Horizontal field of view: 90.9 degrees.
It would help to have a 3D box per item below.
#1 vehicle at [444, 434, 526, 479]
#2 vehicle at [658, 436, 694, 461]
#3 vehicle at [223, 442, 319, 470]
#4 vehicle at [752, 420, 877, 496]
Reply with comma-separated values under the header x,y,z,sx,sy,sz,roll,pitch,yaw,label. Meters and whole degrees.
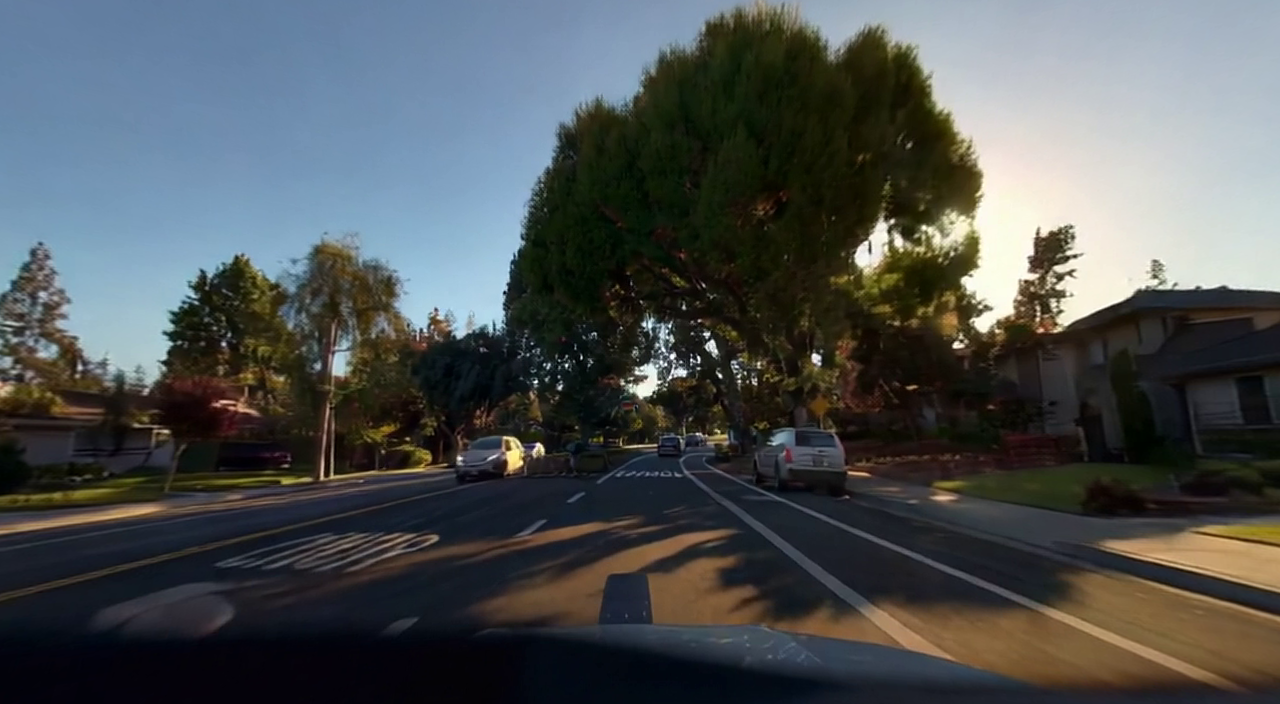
x,y,z,sx,sy,sz,roll,pitch,yaw,label
-7.026,4.802,29.221,2.200,1.852,4.897,-1,-9,4,vehicle
2.610,6.829,44.574,2.115,1.679,4.235,-1,-9,9,vehicle
-24.669,6.969,42.335,4.999,1.735,2.227,1,-9,-9,vehicle
4.885,3.073,18.608,2.233,1.887,5.347,0,-9,1,vehicle
